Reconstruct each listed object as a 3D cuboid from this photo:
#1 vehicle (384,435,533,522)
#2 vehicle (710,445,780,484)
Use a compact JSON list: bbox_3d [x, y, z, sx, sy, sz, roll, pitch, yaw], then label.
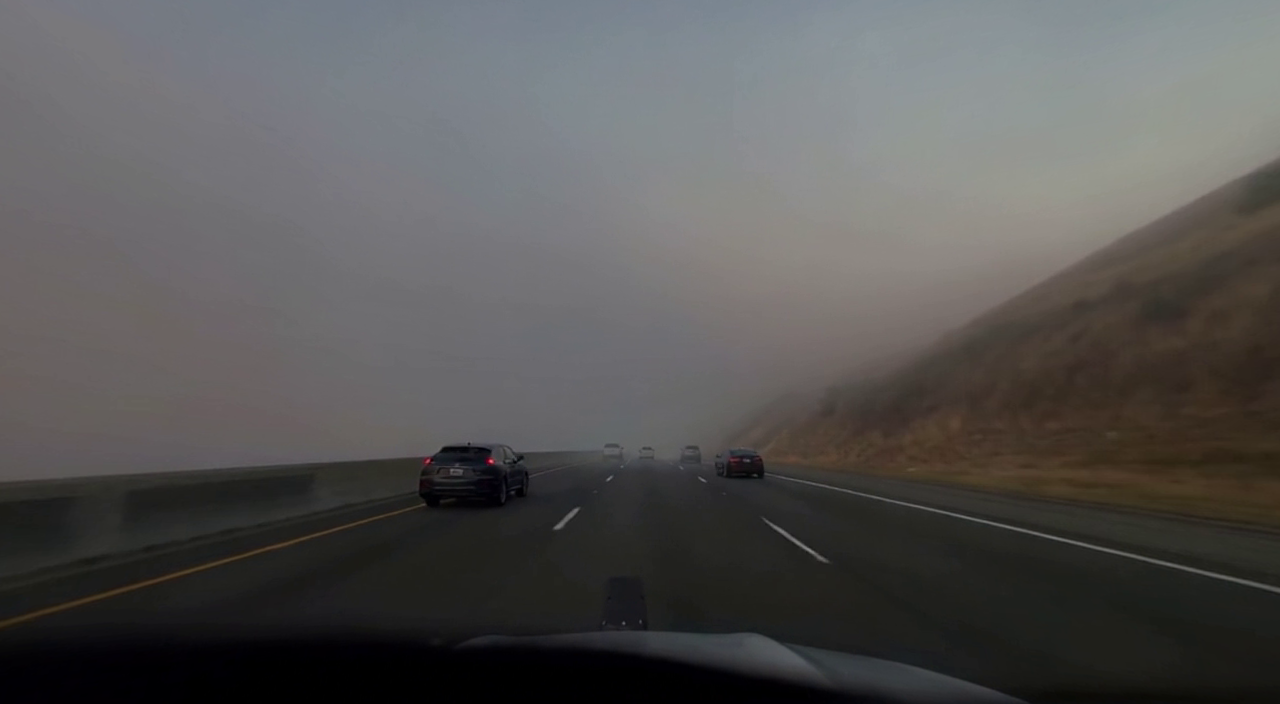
[{"bbox_3d":[-3.558,2.543,13.210,1.910,1.521,3.930,0,-8,1],"label":"vehicle"},{"bbox_3d":[3.886,4.199,23.862,1.976,1.352,3.602,0,-8,-1],"label":"vehicle"}]
